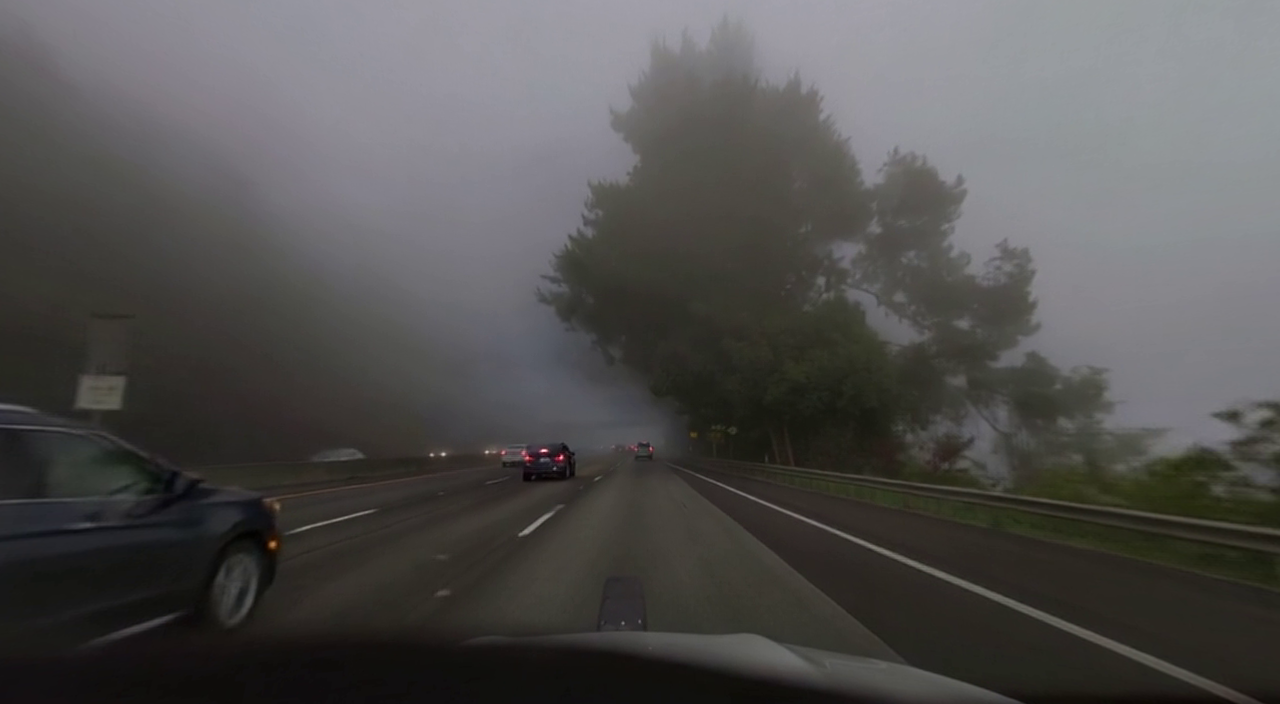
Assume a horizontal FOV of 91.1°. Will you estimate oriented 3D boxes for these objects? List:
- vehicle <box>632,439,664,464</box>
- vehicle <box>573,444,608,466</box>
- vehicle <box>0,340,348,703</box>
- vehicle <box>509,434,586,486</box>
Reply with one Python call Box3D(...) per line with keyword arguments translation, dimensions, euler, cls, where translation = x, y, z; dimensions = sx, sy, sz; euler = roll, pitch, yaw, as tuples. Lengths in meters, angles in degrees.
Box3D(translation=(0.570, 7.421, 46.987), dimensions=(2.285, 1.797, 4.478), euler=(0, -8, 0), cls="vehicle")
Box3D(translation=(-3.336, 6.981, 42.815), dimensions=(2.055, 1.431, 3.921), euler=(0, -8, 0), cls="vehicle")
Box3D(translation=(-3.501, 0.828, 2.632), dimensions=(2.040, 1.672, 5.122), euler=(0, -8, 1), cls="vehicle")
Box3D(translation=(-3.164, 3.801, 22.441), dimensions=(2.056, 1.679, 4.204), euler=(0, -8, 1), cls="vehicle")
